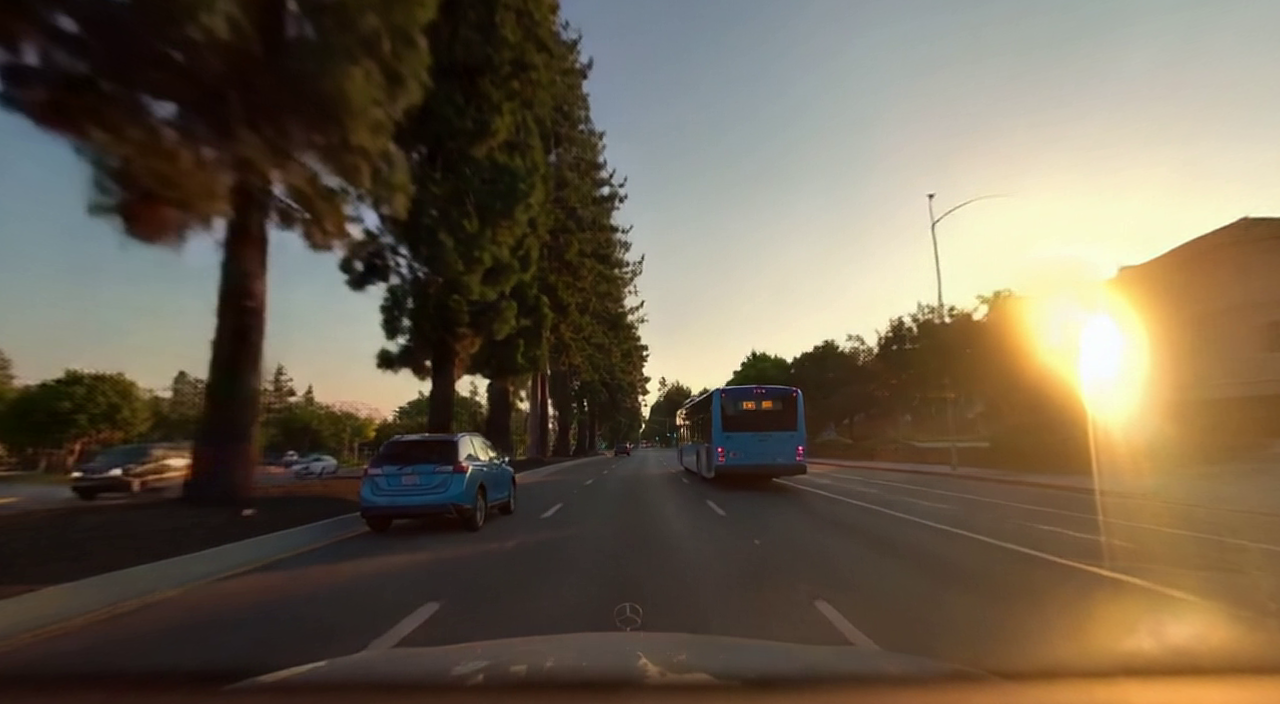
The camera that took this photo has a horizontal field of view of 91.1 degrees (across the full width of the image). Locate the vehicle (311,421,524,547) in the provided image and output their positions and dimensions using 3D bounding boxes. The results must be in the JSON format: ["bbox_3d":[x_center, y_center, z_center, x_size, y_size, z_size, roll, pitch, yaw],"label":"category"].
[{"bbox_3d":[-3.578,2.208,11.181,2.111,1.767,4.333,0,-8,1],"label":"vehicle"}]

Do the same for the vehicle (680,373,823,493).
[{"bbox_3d":[3.464,3.163,23.714,3.072,3.278,12.747,0,-8,0],"label":"vehicle"}]

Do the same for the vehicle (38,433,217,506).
[{"bbox_3d":[-22.225,5.062,27.774,2.593,2.836,6.122,0,-8,1],"label":"vehicle"}]
